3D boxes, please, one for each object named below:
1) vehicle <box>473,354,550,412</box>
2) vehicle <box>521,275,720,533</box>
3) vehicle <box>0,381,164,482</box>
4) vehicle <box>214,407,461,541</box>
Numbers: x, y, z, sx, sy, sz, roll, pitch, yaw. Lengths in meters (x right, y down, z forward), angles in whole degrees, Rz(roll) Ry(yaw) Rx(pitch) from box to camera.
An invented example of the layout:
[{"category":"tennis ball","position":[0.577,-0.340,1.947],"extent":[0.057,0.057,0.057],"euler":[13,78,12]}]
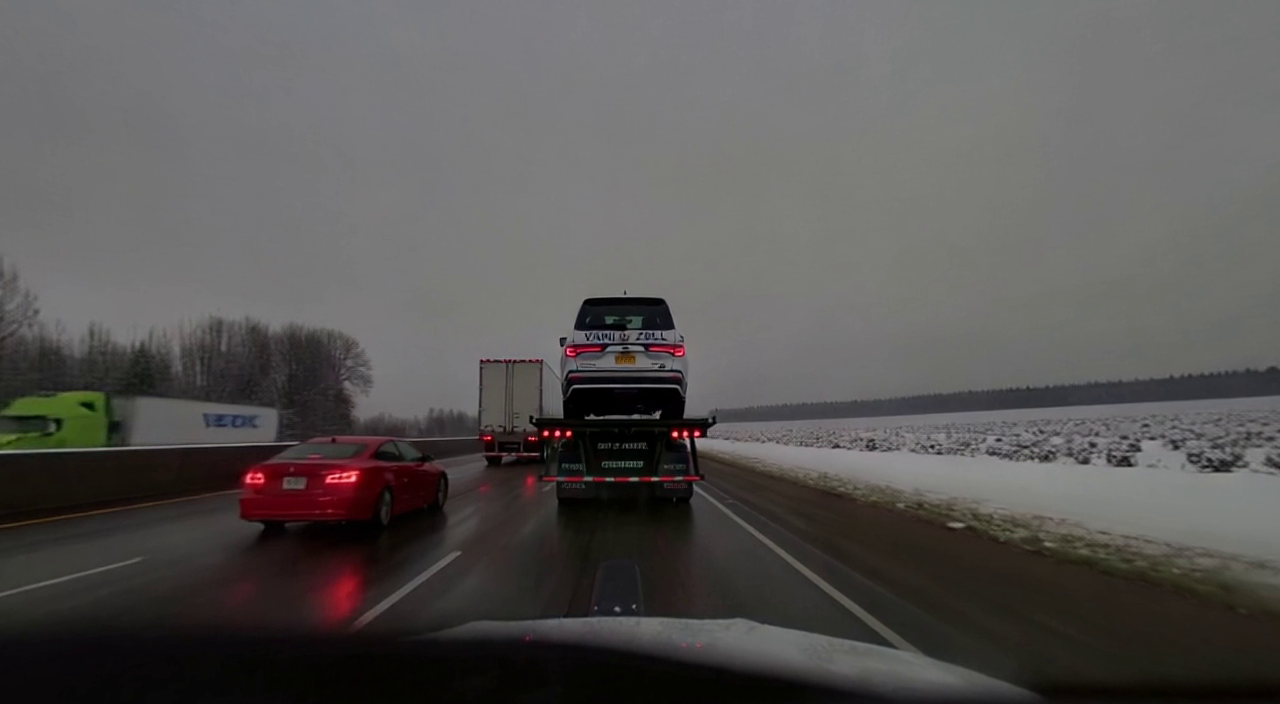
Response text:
[{"category":"vehicle","position":[-4.694,1.273,23.716],"extent":[2.118,1.799,4.591],"euler":[0,-7,-3]},{"category":"vehicle","position":[-0.421,1.287,13.492],"extent":[2.738,3.628,9.223],"euler":[0,-7,-2]},{"category":"vehicle","position":[-24.846,3.444,27.230],"extent":[2.977,3.792,7.060],"euler":[0,-8,-1]},{"category":"vehicle","position":[-4.440,1.823,10.177],"extent":[1.914,1.675,4.331],"euler":[0,-7,-1]}]
